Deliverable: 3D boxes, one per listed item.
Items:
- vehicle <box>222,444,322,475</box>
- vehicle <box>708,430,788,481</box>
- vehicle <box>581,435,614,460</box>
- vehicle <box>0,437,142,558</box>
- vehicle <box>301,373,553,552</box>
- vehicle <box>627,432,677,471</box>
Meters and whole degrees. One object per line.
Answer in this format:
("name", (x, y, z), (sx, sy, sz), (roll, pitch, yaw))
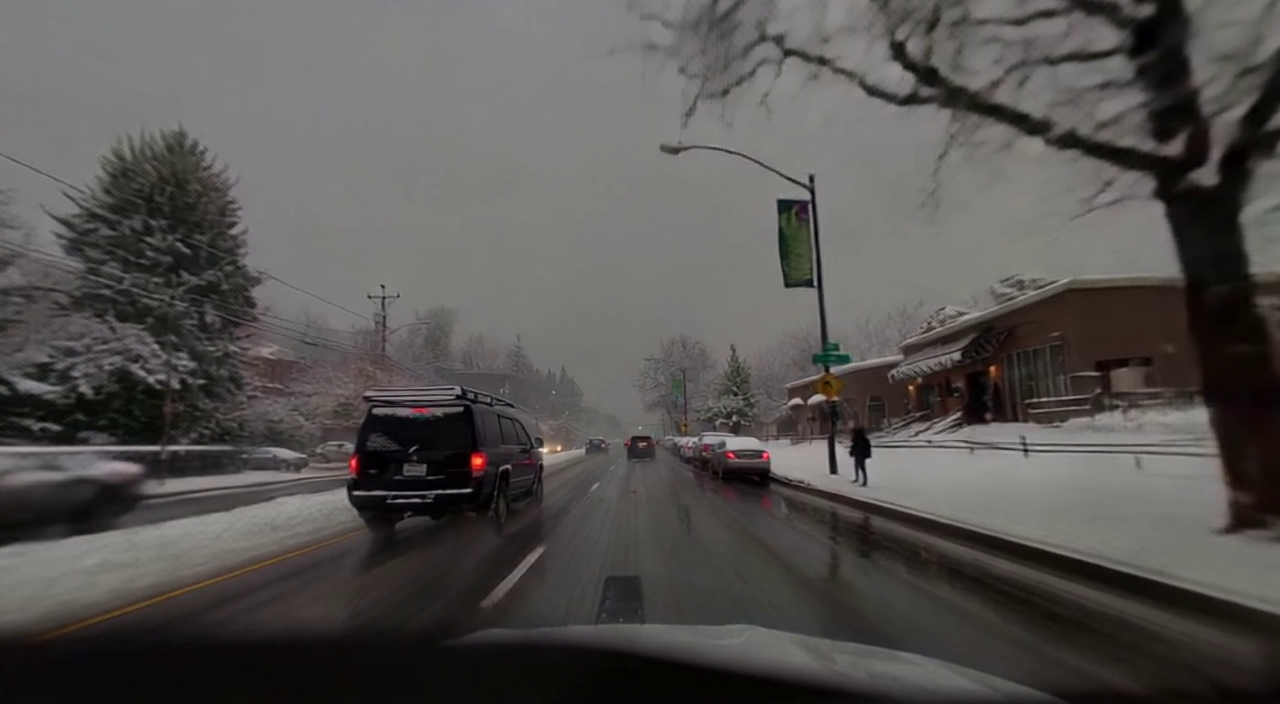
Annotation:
("vehicle", (-23.281, 6.787, 40.127), (5.075, 1.581, 2.063), (-3, -8, -2))
("vehicle", (3.806, 3.750, 23.174), (1.947, 1.646, 4.782), (0, -8, -2))
("vehicle", (-2.930, 6.711, 44.625), (2.028, 1.689, 4.162), (0, -8, 1))
("vehicle", (-9.178, 1.854, 7.960), (1.952, 1.537, 4.746), (0, -8, 0))
("vehicle", (-2.891, 1.671, 10.146), (2.213, 2.123, 5.124), (0, -8, 0))
("vehicle", (0.490, 4.569, 29.192), (2.126, 1.657, 4.132), (0, -8, -1))
